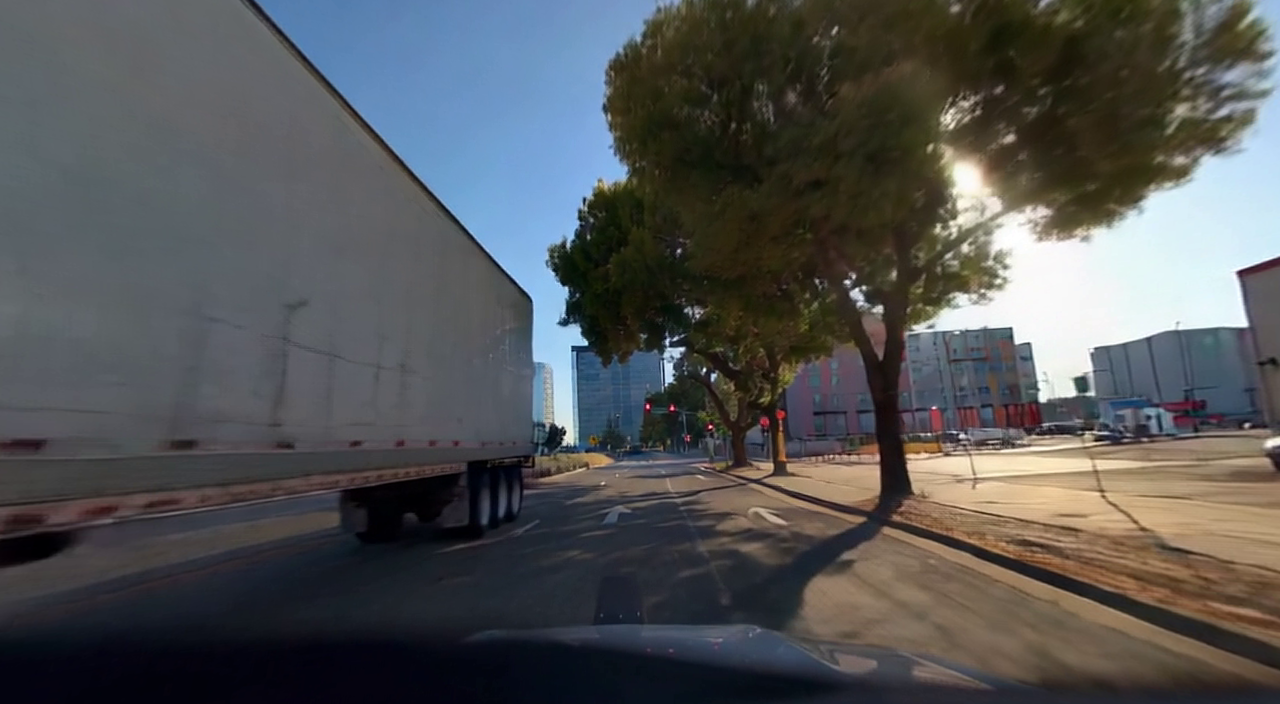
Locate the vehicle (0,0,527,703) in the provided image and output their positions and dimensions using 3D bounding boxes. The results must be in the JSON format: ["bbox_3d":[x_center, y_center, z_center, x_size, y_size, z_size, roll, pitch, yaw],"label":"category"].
[{"bbox_3d":[-4.139,0.232,5.456,3.160,4.343,15.392,-1,-9,1],"label":"vehicle"}]
